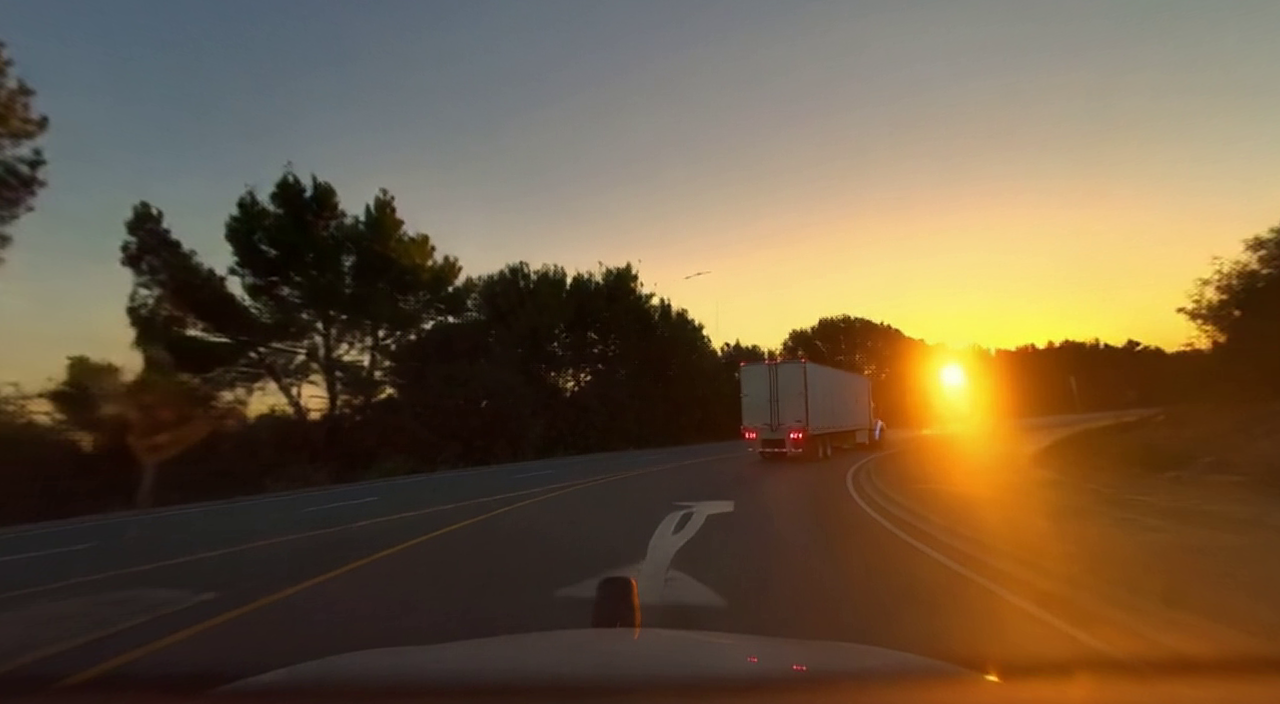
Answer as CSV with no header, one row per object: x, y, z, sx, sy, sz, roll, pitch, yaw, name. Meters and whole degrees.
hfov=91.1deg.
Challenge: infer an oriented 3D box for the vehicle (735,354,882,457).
7.841,2.596,27.766,2.837,3.712,10.484,-5,-9,34,vehicle
